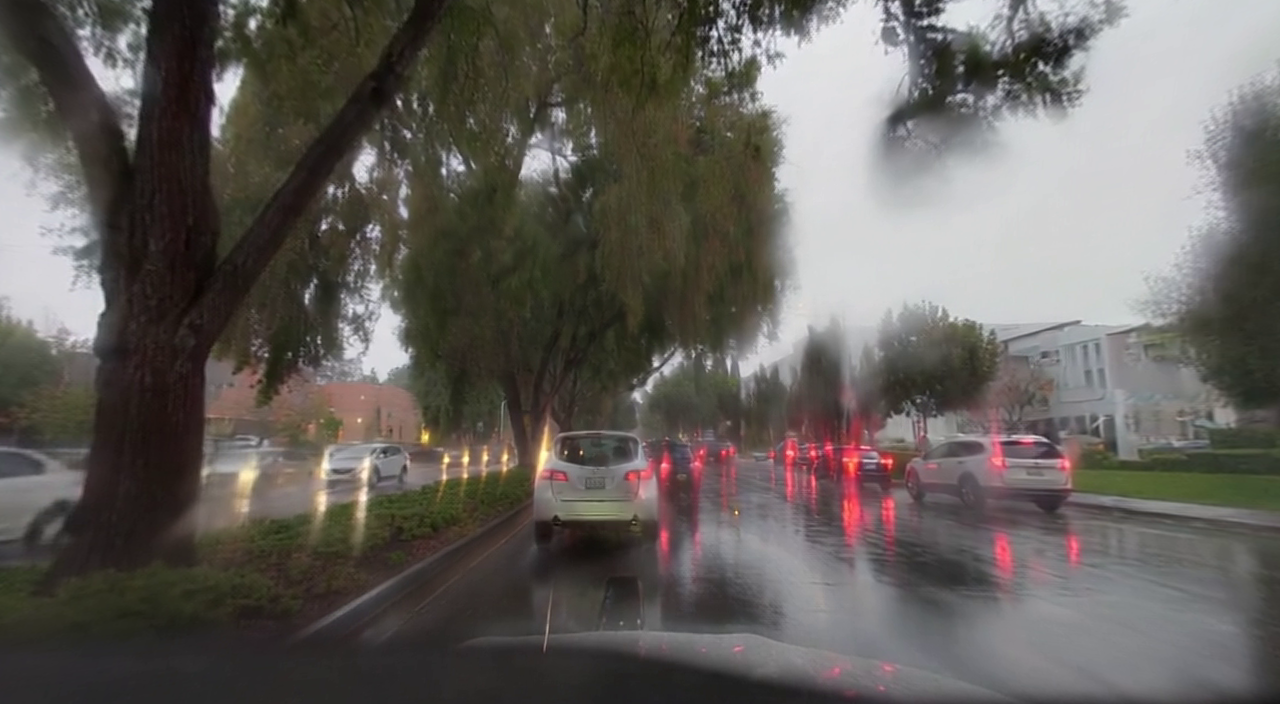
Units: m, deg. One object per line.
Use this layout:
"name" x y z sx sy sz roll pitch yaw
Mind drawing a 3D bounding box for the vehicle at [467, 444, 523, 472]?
"vehicle" -8.214 6.030 36.188 2.039 1.466 4.553 0 -8 1

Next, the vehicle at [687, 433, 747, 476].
"vehicle" 3.468 4.729 29.414 2.114 1.846 4.659 0 -8 -1

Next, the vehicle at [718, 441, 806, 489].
"vehicle" 4.007 3.793 21.605 2.175 1.477 4.520 0 -8 1

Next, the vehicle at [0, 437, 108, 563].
"vehicle" -8.734 1.674 6.826 1.938 1.513 4.593 0 -8 0

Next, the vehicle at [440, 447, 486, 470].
"vehicle" -11.893 7.181 42.742 1.866 1.404 4.507 0 -8 0

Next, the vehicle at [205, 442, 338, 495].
"vehicle" -13.230 4.182 23.097 1.947 1.703 4.525 0 -8 3

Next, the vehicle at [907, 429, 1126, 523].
"vehicle" 7.820 2.593 13.773 2.168 1.709 4.289 0 -8 1

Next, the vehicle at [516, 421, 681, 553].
"vehicle" -0.639 1.994 9.990 2.106 1.655 3.717 0 -8 -4

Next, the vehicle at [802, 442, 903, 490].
"vehicle" 7.227 3.907 21.995 1.977 1.485 4.308 0 -8 0

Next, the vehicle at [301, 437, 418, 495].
"vehicle" -8.904 3.637 20.486 1.920 1.663 4.036 0 -8 0
